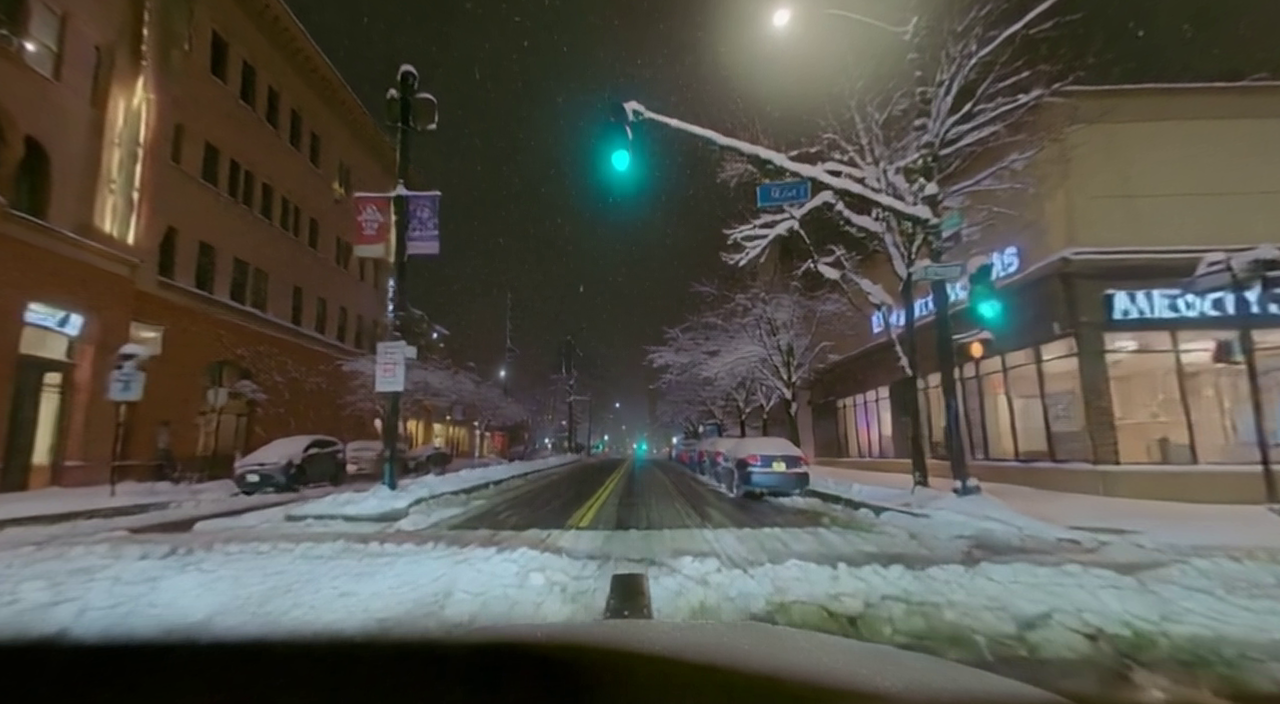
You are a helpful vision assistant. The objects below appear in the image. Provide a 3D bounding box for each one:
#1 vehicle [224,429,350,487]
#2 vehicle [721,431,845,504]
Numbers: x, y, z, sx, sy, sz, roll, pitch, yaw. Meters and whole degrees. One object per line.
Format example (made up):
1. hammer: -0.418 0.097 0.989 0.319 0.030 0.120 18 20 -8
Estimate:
1. vehicle: -12.396 3.632 22.048 4.447 1.790 2.206 -7 -10 38
2. vehicle: 3.422 2.846 16.088 2.120 1.560 4.402 0 -8 0
